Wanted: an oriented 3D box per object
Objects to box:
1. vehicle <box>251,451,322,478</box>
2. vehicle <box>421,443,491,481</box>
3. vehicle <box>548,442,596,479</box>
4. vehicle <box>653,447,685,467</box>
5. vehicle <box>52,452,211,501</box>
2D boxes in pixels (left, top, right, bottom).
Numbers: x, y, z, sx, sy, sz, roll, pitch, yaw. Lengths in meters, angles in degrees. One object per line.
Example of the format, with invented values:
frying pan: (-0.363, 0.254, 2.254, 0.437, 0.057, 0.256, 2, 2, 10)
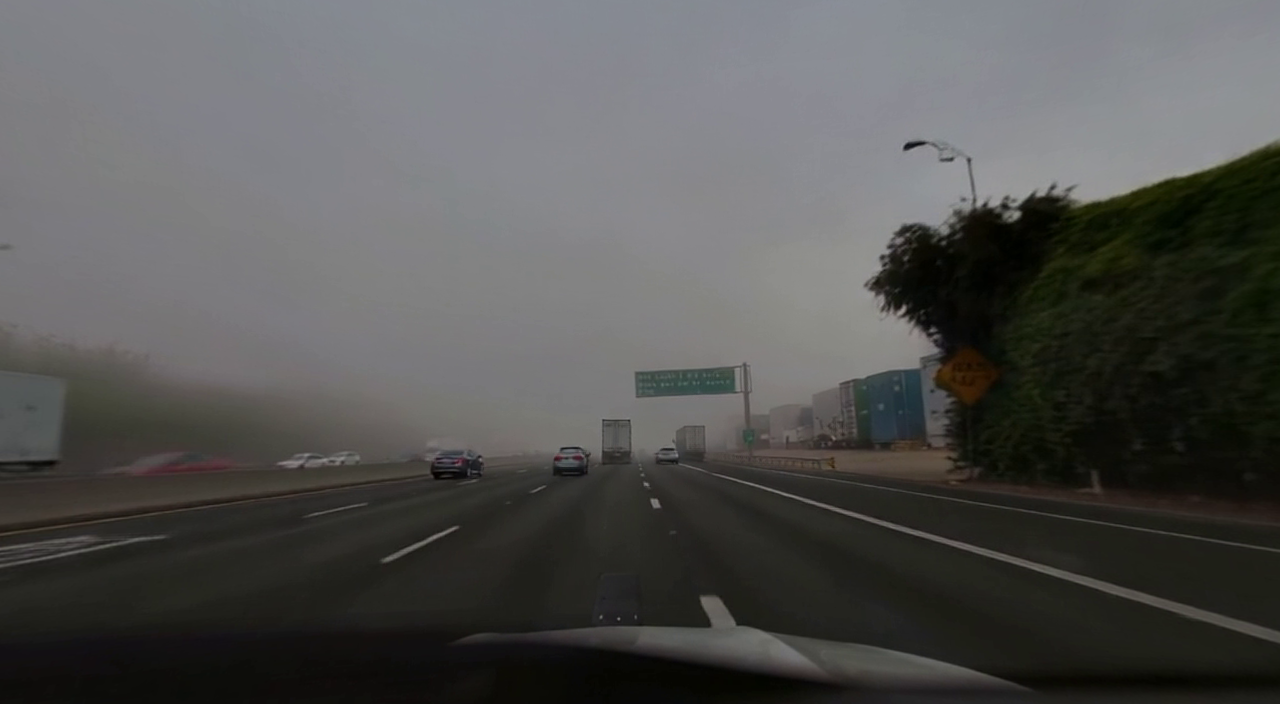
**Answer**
vehicle: (-21.446, 6.797, 38.562, 1.867, 1.493, 4.311, 0, -9, -1)
vehicle: (-9.022, 5.392, 31.428, 2.129, 1.717, 4.593, 0, -9, 0)
vehicle: (-3.279, 5.307, 31.186, 2.132, 1.679, 4.045, 0, -9, -3)
vehicle: (2.203, 8.024, 48.675, 2.015, 1.462, 4.691, 0, -9, -3)
vehicle: (-17.233, 4.210, 21.804, 1.889, 1.439, 4.359, 0, -9, -1)
